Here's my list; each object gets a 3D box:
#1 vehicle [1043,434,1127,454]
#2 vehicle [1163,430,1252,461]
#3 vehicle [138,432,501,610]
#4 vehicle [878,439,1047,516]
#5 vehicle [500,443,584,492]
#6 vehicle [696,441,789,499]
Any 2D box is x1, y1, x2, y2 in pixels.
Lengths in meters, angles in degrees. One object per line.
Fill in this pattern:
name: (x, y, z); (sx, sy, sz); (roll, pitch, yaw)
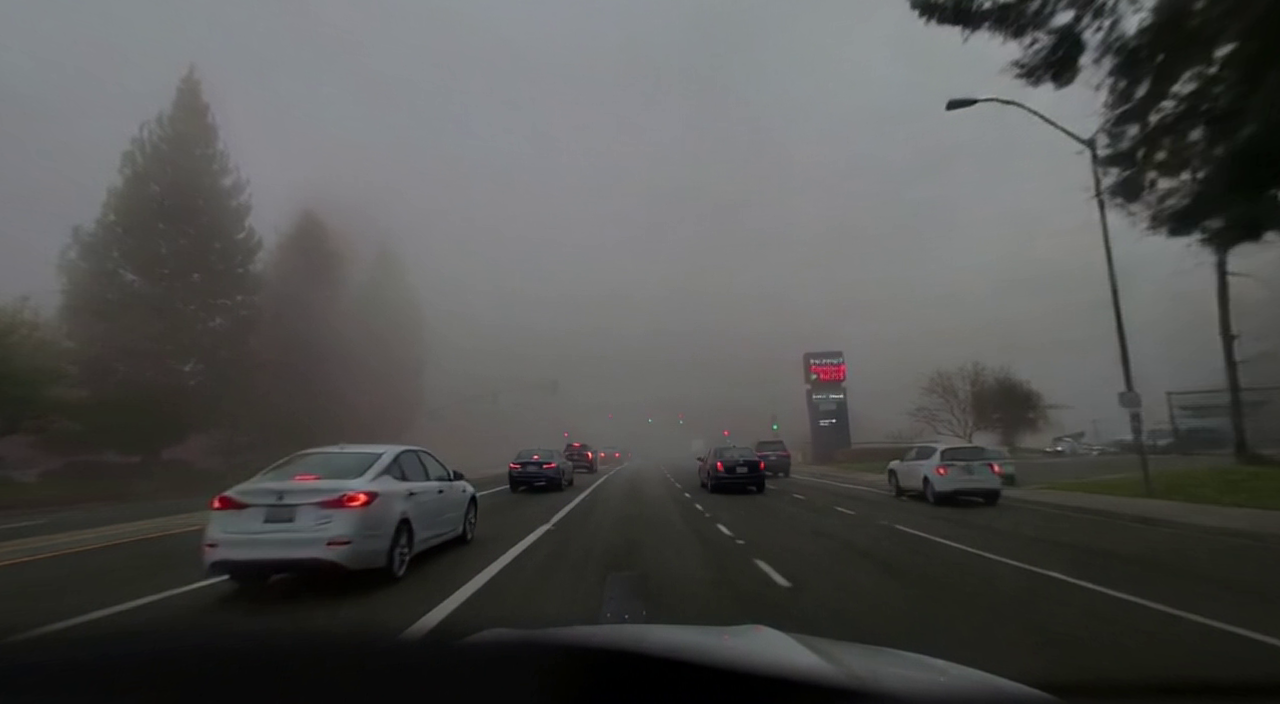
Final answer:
vehicle: (34.399, 7.156, 48.852); (1.830, 1.465, 4.910); (4, -10, -26)
vehicle: (29.292, 4.827, 32.702); (1.793, 1.478, 4.462); (-5, -9, 20)
vehicle: (-3.150, 1.736, 7.479); (1.952, 1.457, 4.372); (0, -9, 1)
vehicle: (7.499, 2.926, 15.340); (2.070, 1.547, 4.941); (-1, -9, 8)
vehicle: (-3.258, 3.951, 22.000); (2.087, 1.494, 4.626); (0, -9, 2)
vehicle: (2.887, 3.429, 18.734); (2.004, 1.512, 4.206); (0, -9, -1)
